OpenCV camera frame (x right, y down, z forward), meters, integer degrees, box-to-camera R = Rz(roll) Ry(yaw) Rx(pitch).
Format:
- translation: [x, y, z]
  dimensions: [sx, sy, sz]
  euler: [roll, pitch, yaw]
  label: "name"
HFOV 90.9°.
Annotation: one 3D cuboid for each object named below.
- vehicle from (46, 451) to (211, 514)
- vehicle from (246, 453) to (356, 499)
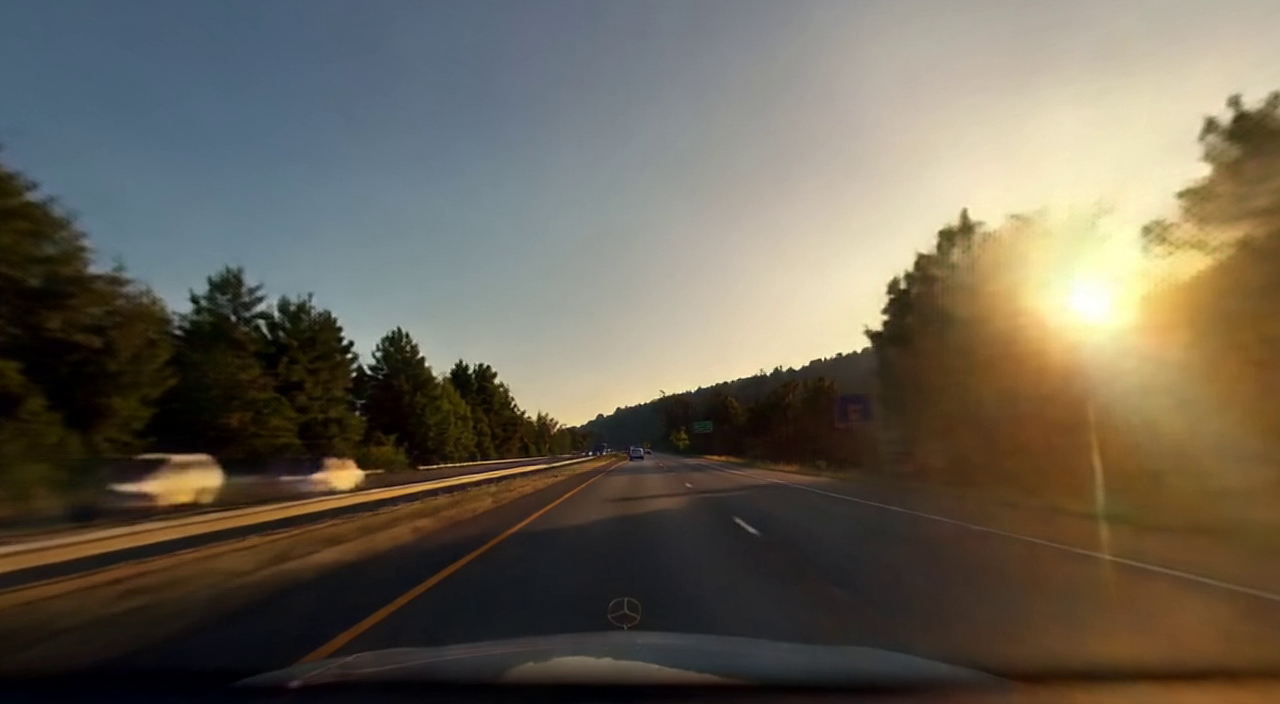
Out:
- translation: [-16.687, 4.222, 20.917]
  dimensions: [1.864, 1.845, 4.249]
  euler: [0, -9, 0]
  label: "vehicle"
- translation: [-12.888, 4.714, 24.305]
  dimensions: [1.934, 1.588, 4.100]
  euler: [0, -9, 0]
  label: "vehicle"
